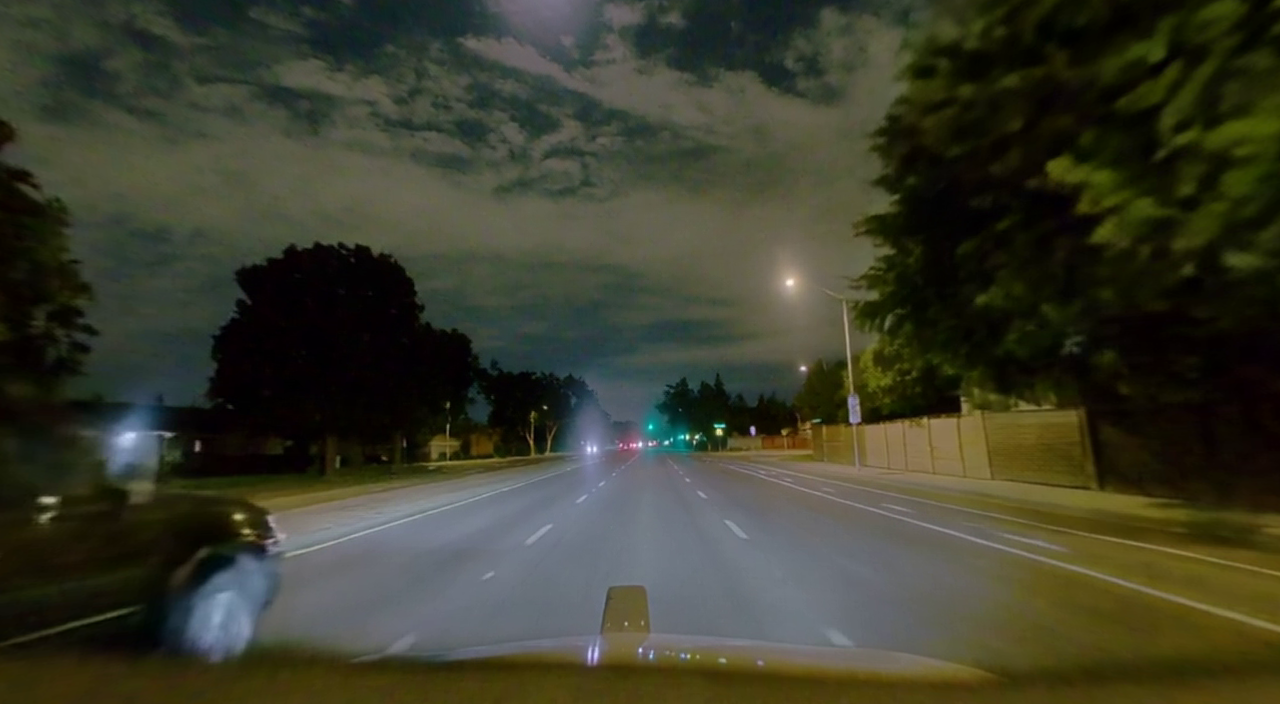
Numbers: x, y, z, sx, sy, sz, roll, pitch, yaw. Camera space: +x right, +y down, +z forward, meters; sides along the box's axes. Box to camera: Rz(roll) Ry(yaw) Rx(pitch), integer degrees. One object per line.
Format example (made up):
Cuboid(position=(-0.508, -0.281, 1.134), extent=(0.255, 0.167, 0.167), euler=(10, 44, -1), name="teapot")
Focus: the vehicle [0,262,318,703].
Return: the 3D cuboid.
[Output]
Cuboid(position=(-3.135, 0.571, 1.448), extent=(2.179, 1.851, 4.756), euler=(0, -8, 1), name="vehicle")
